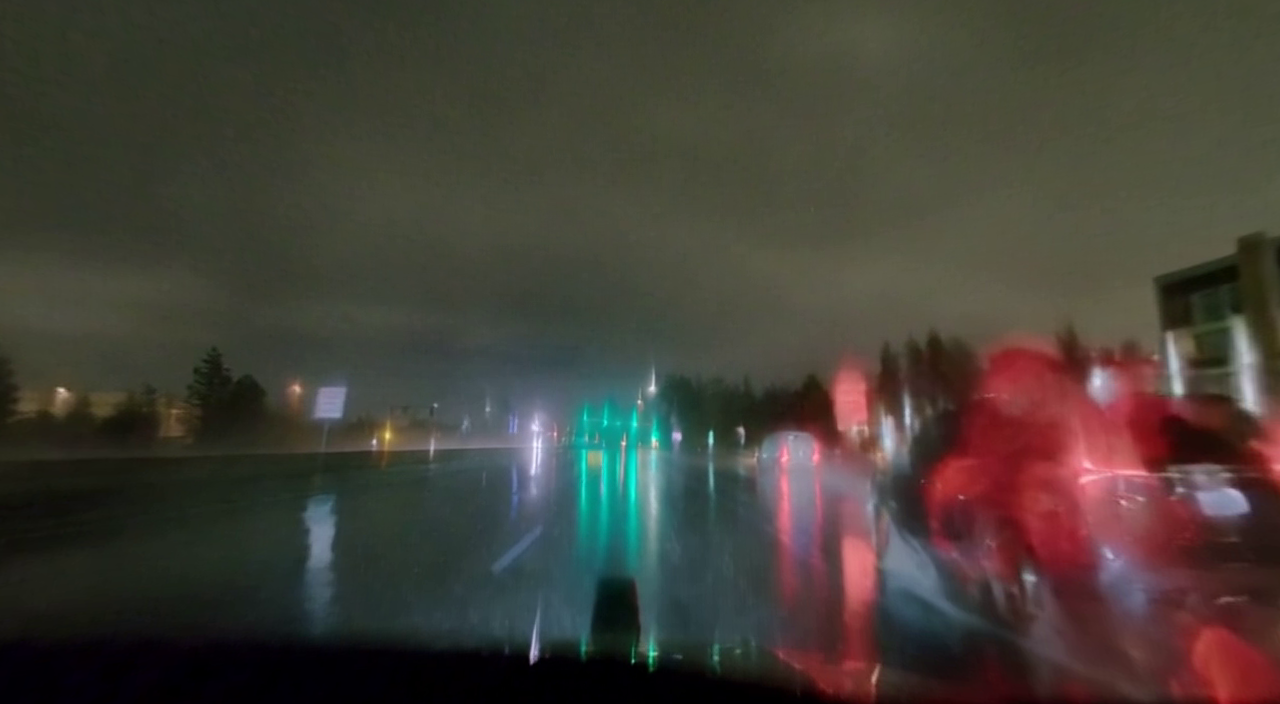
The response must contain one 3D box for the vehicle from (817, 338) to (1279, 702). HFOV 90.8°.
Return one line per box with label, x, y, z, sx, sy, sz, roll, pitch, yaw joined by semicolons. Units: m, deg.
vehicle;3.481;1.176;5.655;2.212;1.753;5.064;0;-9;-1
